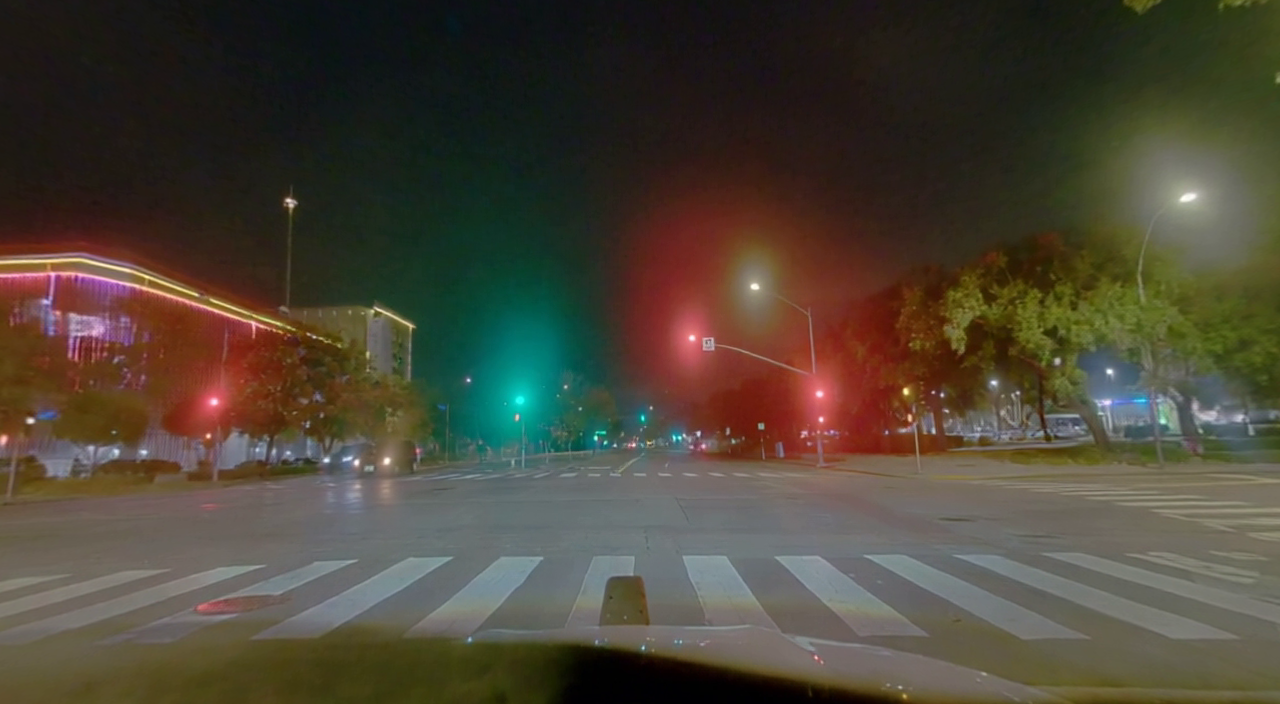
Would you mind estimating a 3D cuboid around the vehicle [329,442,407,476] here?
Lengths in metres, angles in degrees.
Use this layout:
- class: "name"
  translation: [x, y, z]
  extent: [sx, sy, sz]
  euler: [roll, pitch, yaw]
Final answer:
- class: "vehicle"
  translation: [-14.848, 5.839, 34.754]
  extent: [2.169, 1.753, 4.640]
  euler: [0, -8, 1]
